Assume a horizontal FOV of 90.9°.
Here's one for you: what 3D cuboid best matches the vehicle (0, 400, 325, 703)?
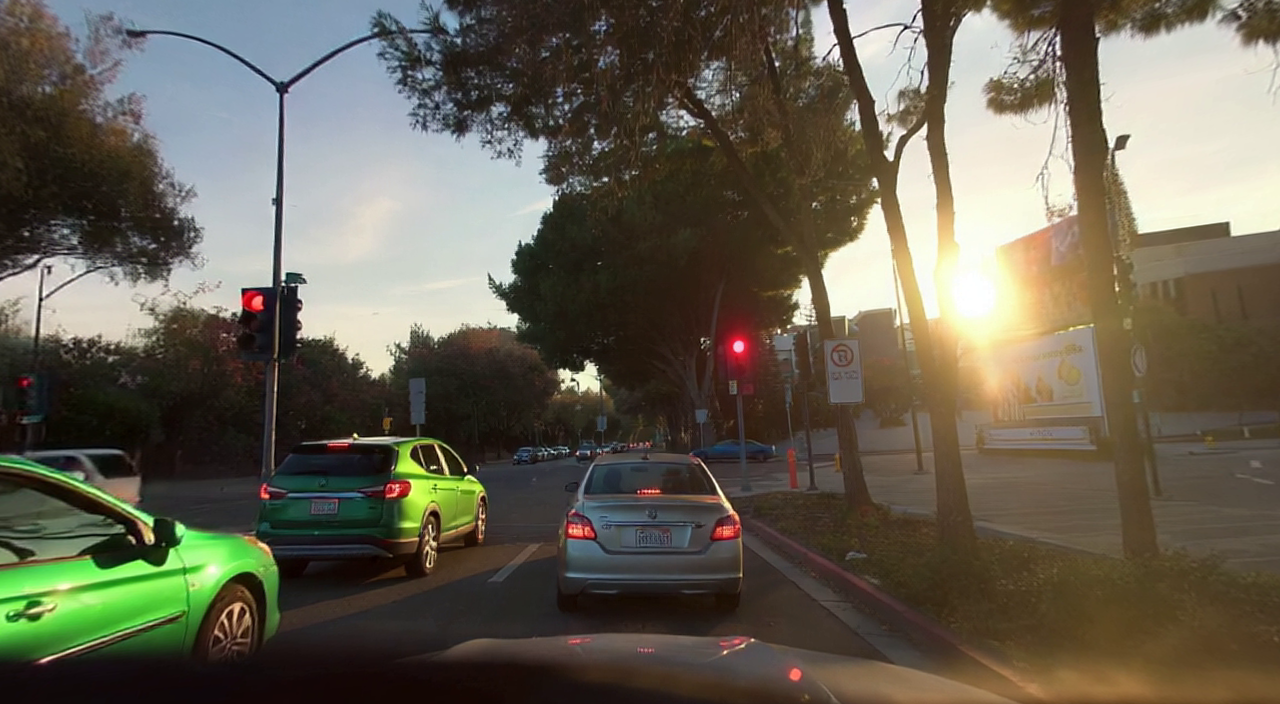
[{"bbox_3d":[-3.144,0.975,2.422,1.808,1.520,3.846,-1,-9,1],"label":"vehicle"}]

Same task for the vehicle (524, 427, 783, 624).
[{"bbox_3d":[0.035,1.595,6.624,1.977,1.467,3.474,0,-9,-2],"label":"vehicle"}]

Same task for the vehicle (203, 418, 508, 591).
[{"bbox_3d":[-3.161,1.783,8.136,1.950,1.628,4.082,-1,-9,1],"label":"vehicle"}]
